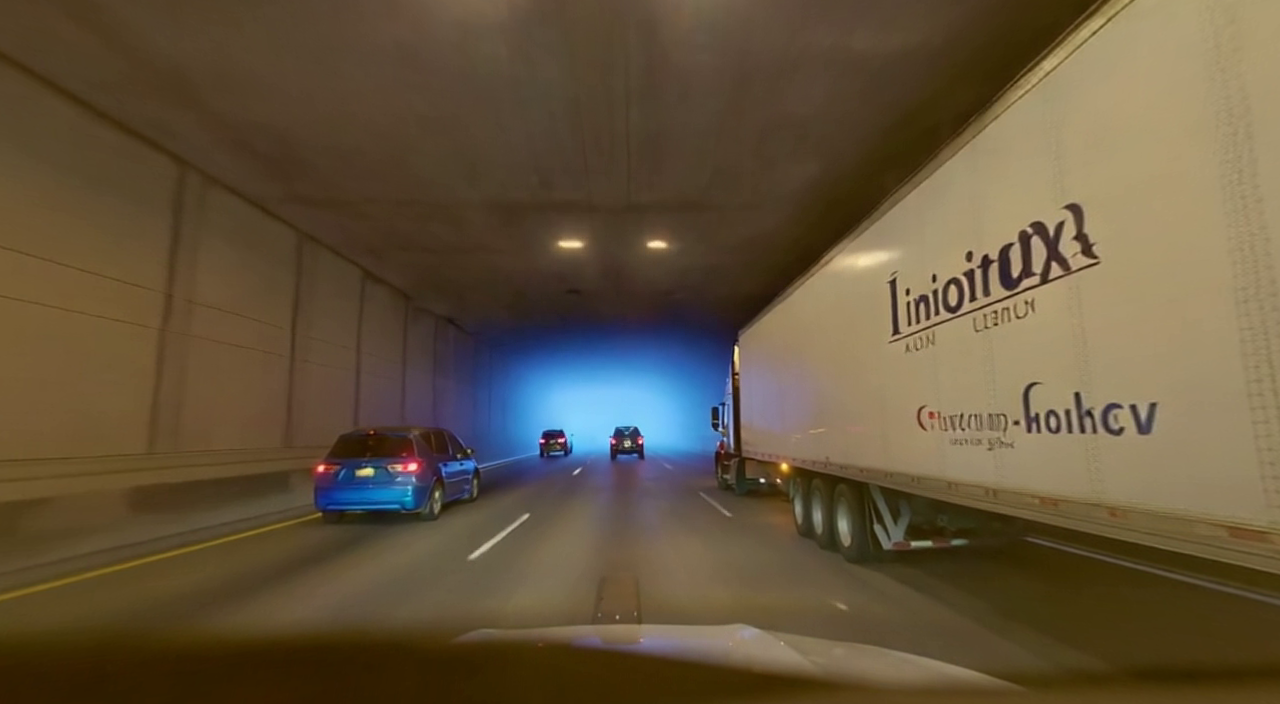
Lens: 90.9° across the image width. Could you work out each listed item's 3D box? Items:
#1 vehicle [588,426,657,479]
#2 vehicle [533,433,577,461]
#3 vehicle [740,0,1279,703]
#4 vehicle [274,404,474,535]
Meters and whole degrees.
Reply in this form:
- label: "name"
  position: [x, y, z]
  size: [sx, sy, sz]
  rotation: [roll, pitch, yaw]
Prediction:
- label: "vehicle"
  position: [-0.559, 3.335, 21.084]
  size: [2.094, 1.600, 3.666]
  rotation: [0, -8, -1]
- label: "vehicle"
  position: [-4.720, 5.362, 35.693]
  size: [2.019, 1.435, 4.317]
  rotation: [0, -8, -2]
- label: "vehicle"
  position: [3.728, 0.136, 6.296]
  size: [2.842, 4.108, 14.081]
  rotation: [0, -8, -1]
- label: "vehicle"
  position: [-3.859, 1.735, 9.737]
  size: [1.826, 1.695, 2.870]
  rotation: [0, -8, -1]
